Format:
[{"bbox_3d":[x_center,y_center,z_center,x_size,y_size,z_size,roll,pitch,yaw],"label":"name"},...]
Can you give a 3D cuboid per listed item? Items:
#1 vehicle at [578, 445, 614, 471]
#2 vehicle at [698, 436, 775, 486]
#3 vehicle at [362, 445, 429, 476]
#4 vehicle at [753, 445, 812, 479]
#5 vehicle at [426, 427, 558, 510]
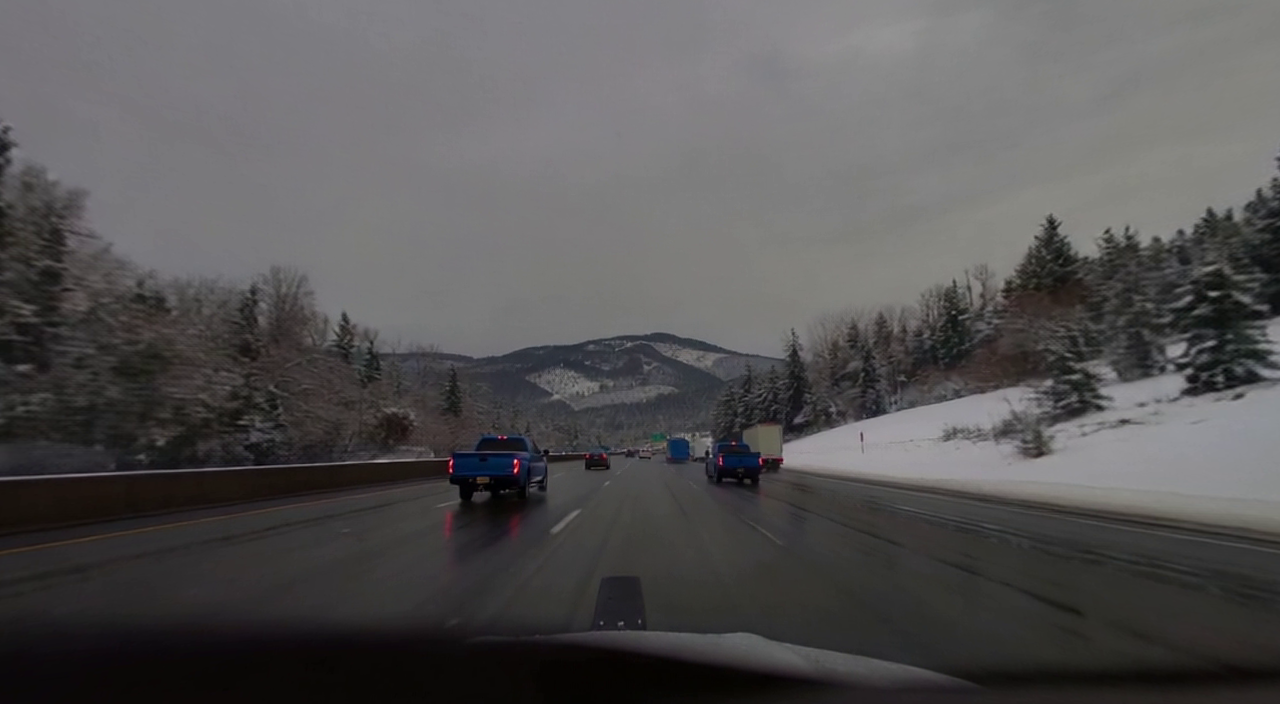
[{"bbox_3d":[-3.193,7.750,46.461,2.235,1.785,4.386,-1,-8,1],"label":"vehicle"},{"bbox_3d":[4.120,4.762,28.008,2.424,1.952,5.611,0,-8,-1],"label":"vehicle"},{"bbox_3d":[-13.317,5.916,34.660,1.884,1.559,4.380,0,-8,0],"label":"vehicle"},{"bbox_3d":[7.820,6.075,35.126,2.104,1.724,4.701,0,-8,-1],"label":"vehicle"},{"bbox_3d":[-3.694,3.029,16.940,2.227,1.853,5.161,0,-8,1],"label":"vehicle"}]
